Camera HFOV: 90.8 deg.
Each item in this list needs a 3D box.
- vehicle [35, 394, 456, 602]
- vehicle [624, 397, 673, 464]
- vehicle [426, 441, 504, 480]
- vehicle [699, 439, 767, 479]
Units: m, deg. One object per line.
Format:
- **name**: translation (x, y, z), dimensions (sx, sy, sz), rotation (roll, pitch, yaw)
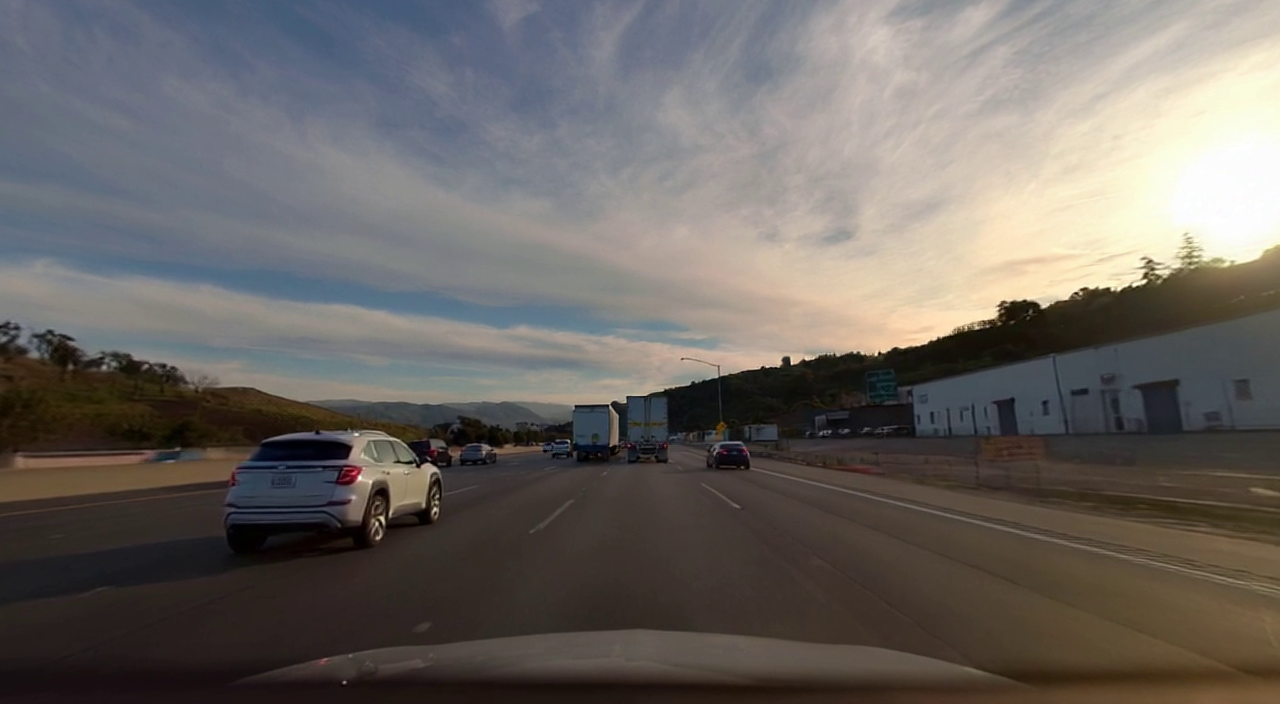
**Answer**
- **vehicle**: translation (-4.012, 1.563, 7.622), dimensions (2.122, 1.754, 4.379), rotation (0, -9, 2)
- **vehicle**: translation (0.514, 5.584, 43.920), dimensions (2.969, 4.104, 10.906), rotation (0, -9, 0)
- **vehicle**: translation (-7.155, 4.482, 26.365), dimensions (1.891, 1.460, 4.506), rotation (0, -9, 1)
- **vehicle**: translation (3.660, 4.281, 25.569), dimensions (2.006, 1.452, 4.246), rotation (0, -9, -1)
